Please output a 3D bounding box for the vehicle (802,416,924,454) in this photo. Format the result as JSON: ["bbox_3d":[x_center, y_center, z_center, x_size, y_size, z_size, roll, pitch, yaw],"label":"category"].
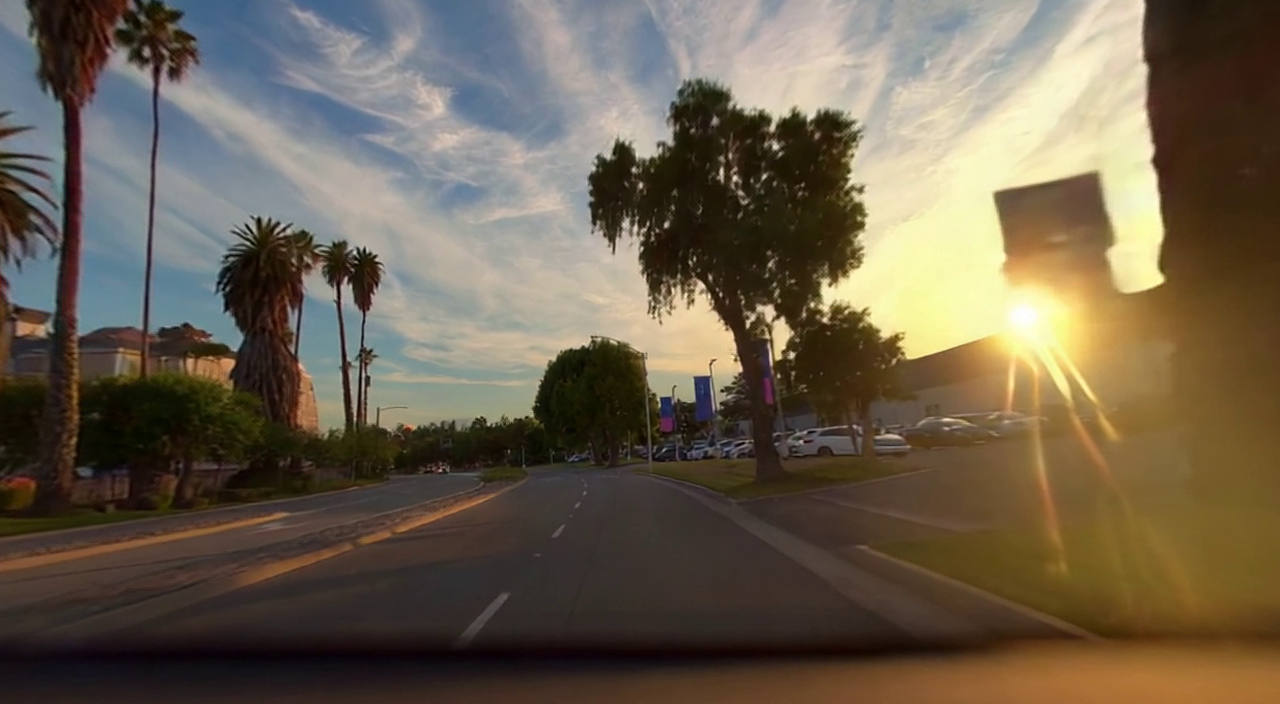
[{"bbox_3d":[10.078,3.809,28.682,4.671,1.630,2.200,0,-9,-1],"label":"vehicle"}]

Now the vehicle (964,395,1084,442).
[{"bbox_3d":[19.240,3.405,31.690,2.002,1.686,4.537,-2,-12,-29],"label":"vehicle"}]

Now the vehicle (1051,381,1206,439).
[{"bbox_3d":[19.205,2.417,25.059,1.992,1.767,4.848,-7,-9,-3],"label":"vehicle"}]
